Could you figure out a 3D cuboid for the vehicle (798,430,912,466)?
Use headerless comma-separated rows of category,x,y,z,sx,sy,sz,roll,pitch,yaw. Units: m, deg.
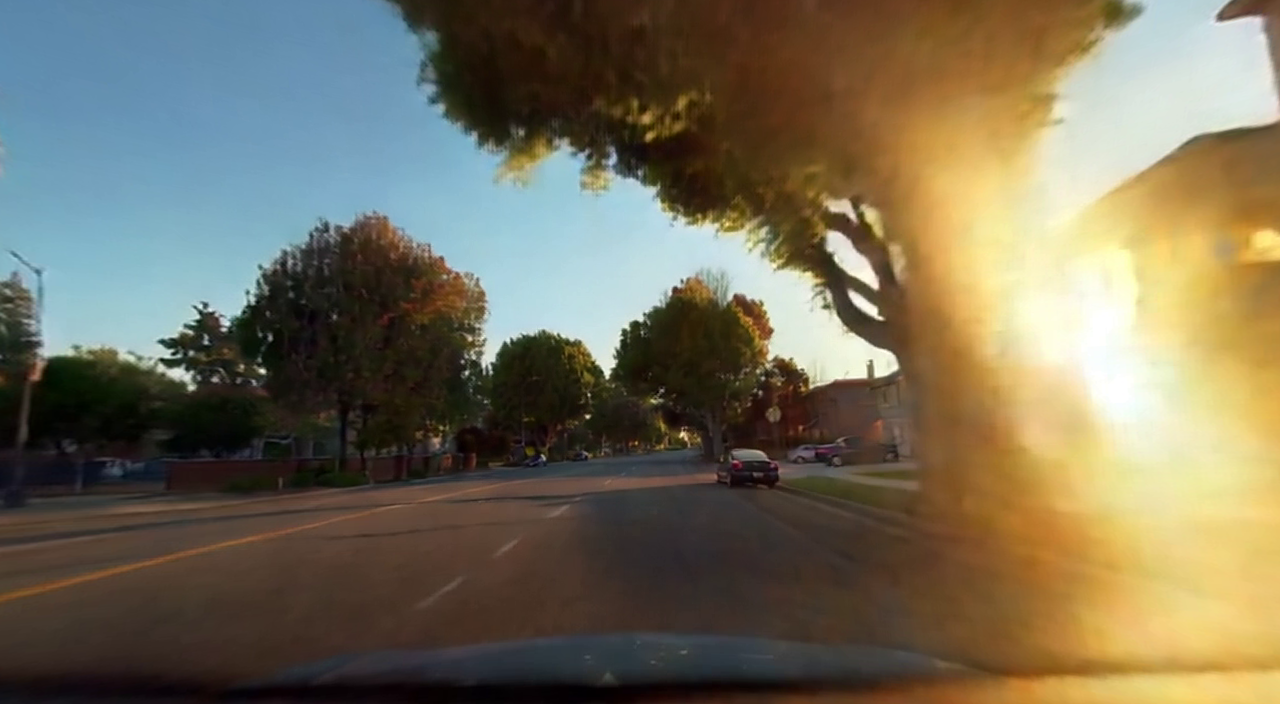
vehicle,11.412,5.156,33.948,5.369,1.860,2.163,-1,-9,5

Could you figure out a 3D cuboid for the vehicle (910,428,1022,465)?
vehicle,15.706,4.583,30.628,4.290,1.717,2.013,-1,-9,7

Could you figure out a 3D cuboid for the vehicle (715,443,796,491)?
vehicle,4.002,4.068,22.799,2.080,1.503,4.821,0,-8,1
